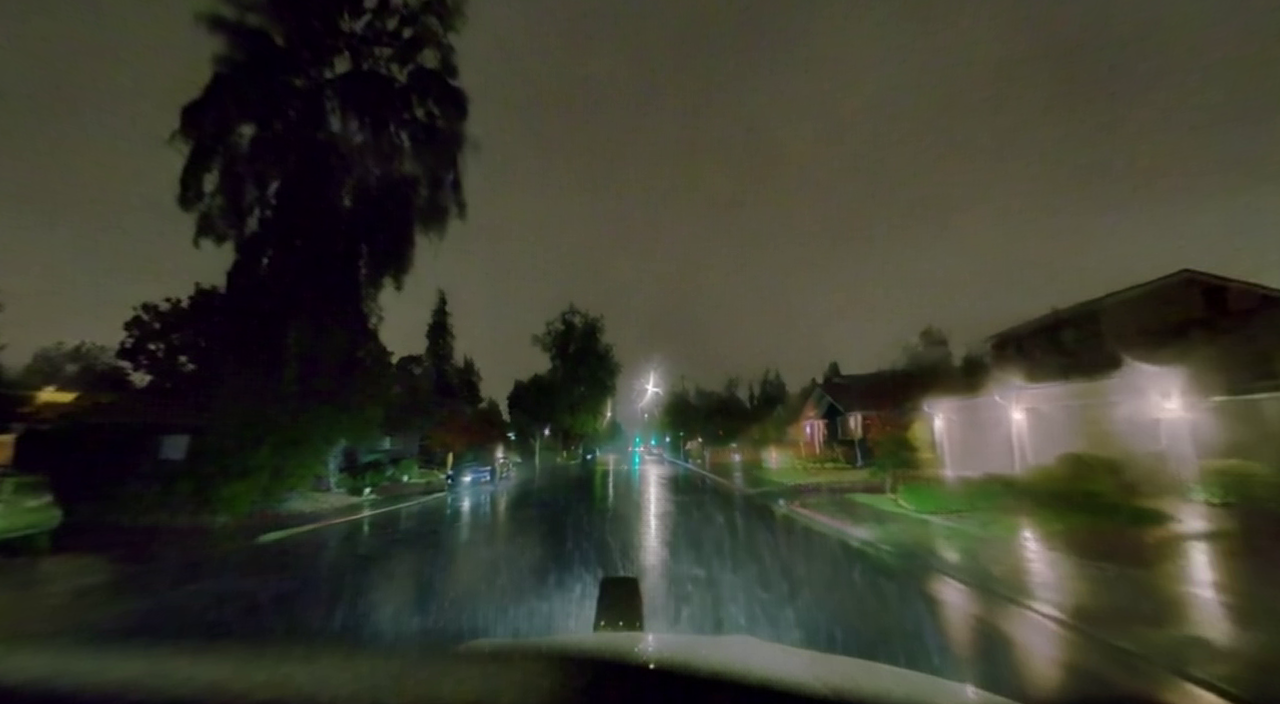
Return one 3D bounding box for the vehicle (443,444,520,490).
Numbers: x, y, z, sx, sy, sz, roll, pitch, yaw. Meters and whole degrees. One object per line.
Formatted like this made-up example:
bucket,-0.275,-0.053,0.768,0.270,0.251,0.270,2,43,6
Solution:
vehicle,-6.585,4.837,26.927,2.078,1.745,5.119,0,-9,-1
